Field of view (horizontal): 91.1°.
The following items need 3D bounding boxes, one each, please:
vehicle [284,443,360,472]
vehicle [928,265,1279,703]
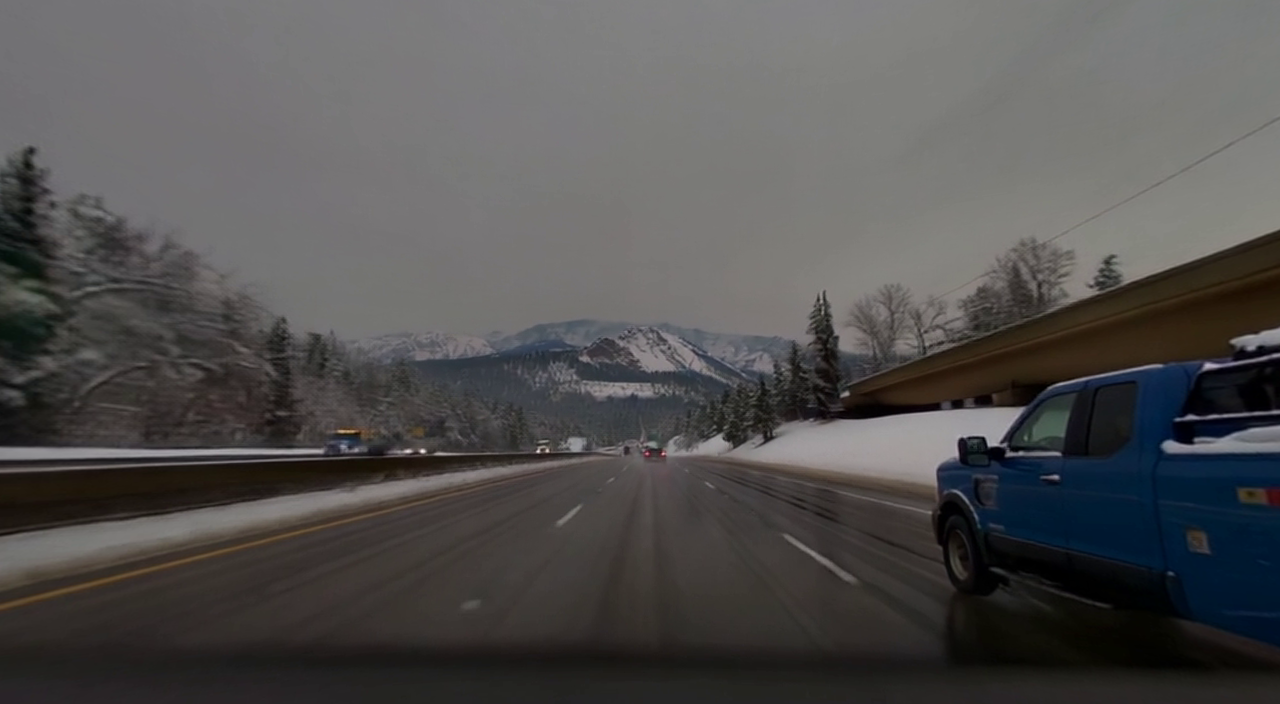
[{"bbox_3d":[-17.639,5.852,35.075,1.858,1.465,4.405,0,-9,1],"label":"vehicle"},{"bbox_3d":[4.064,0.756,2.753,2.538,2.228,6.370,0,-9,0],"label":"vehicle"}]
